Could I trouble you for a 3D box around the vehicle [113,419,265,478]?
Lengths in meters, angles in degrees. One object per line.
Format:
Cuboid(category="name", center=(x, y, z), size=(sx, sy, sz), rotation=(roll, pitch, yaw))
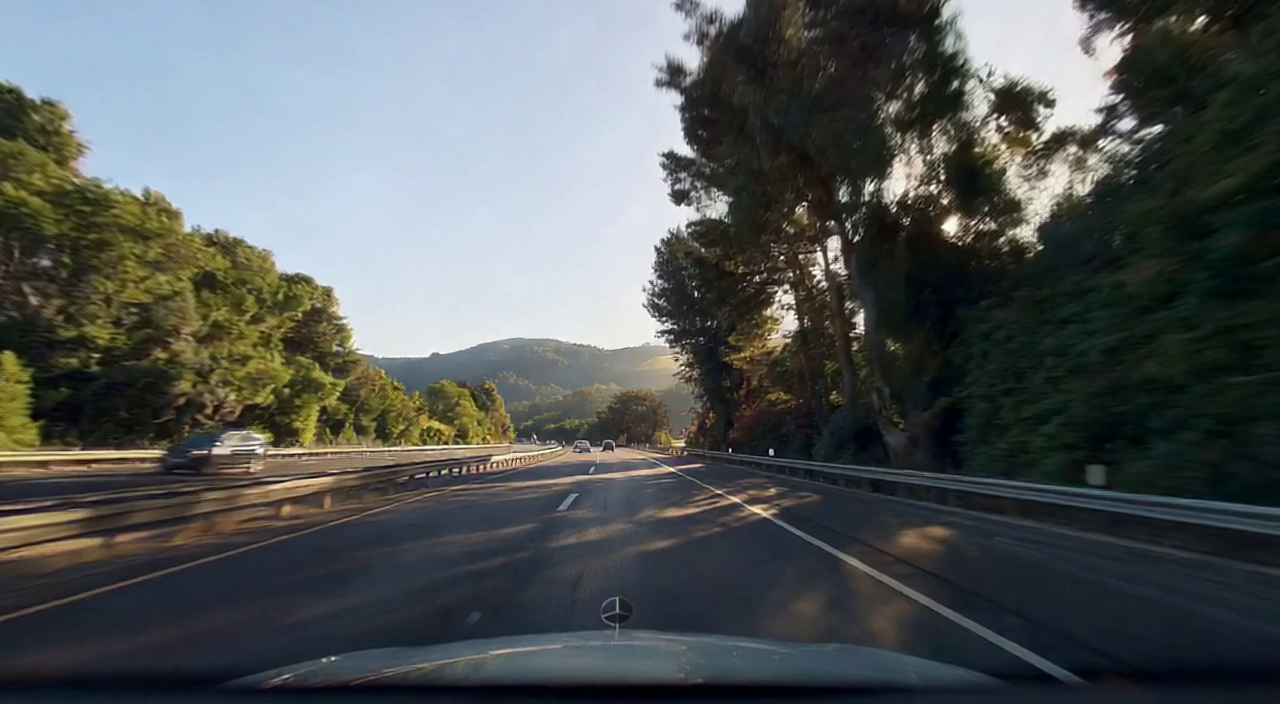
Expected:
Cuboid(category="vehicle", center=(-13.057, 2.829, 18.551), size=(1.841, 1.529, 3.778), rotation=(0, -8, -4))
